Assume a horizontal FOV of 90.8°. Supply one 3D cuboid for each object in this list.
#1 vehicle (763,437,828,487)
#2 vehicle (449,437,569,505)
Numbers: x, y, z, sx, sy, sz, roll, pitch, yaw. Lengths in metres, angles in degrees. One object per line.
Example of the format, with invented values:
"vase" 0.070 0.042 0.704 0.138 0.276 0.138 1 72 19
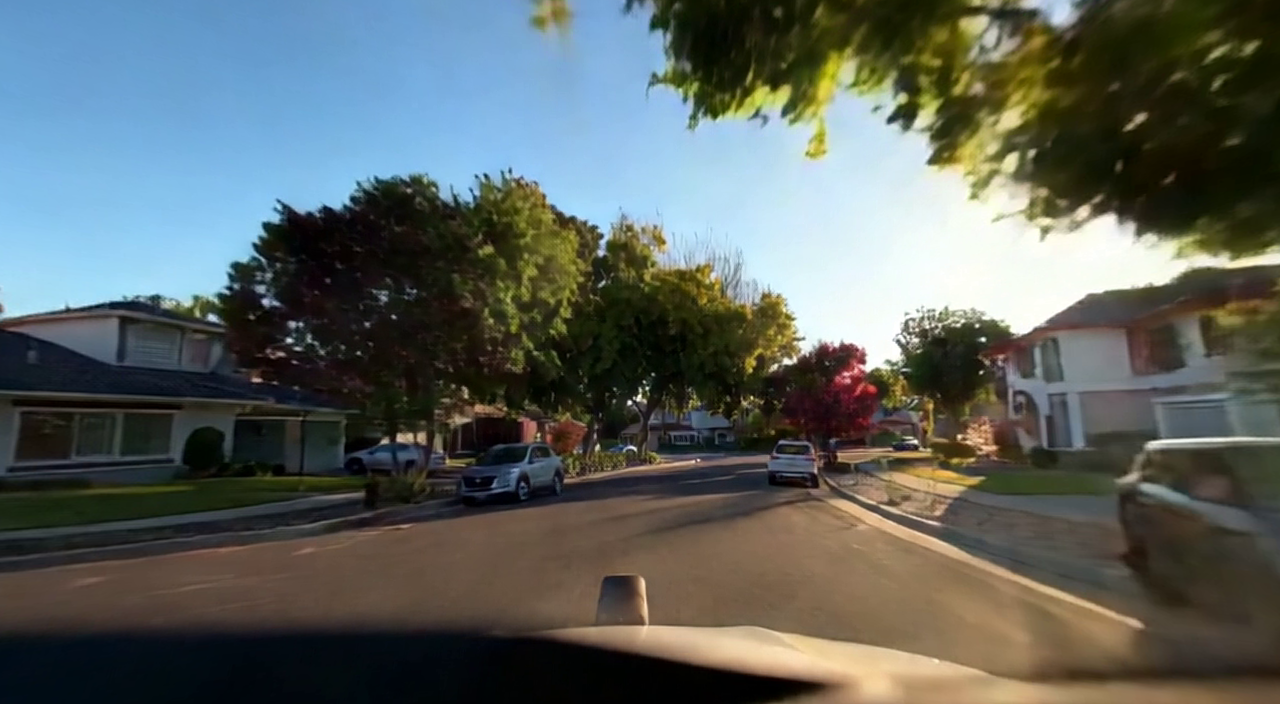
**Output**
"vehicle" 5.865 4.095 23.817 2.075 1.657 4.648 -2 -9 14
"vehicle" -3.844 3.549 19.419 2.041 1.762 4.508 -4 -8 10
